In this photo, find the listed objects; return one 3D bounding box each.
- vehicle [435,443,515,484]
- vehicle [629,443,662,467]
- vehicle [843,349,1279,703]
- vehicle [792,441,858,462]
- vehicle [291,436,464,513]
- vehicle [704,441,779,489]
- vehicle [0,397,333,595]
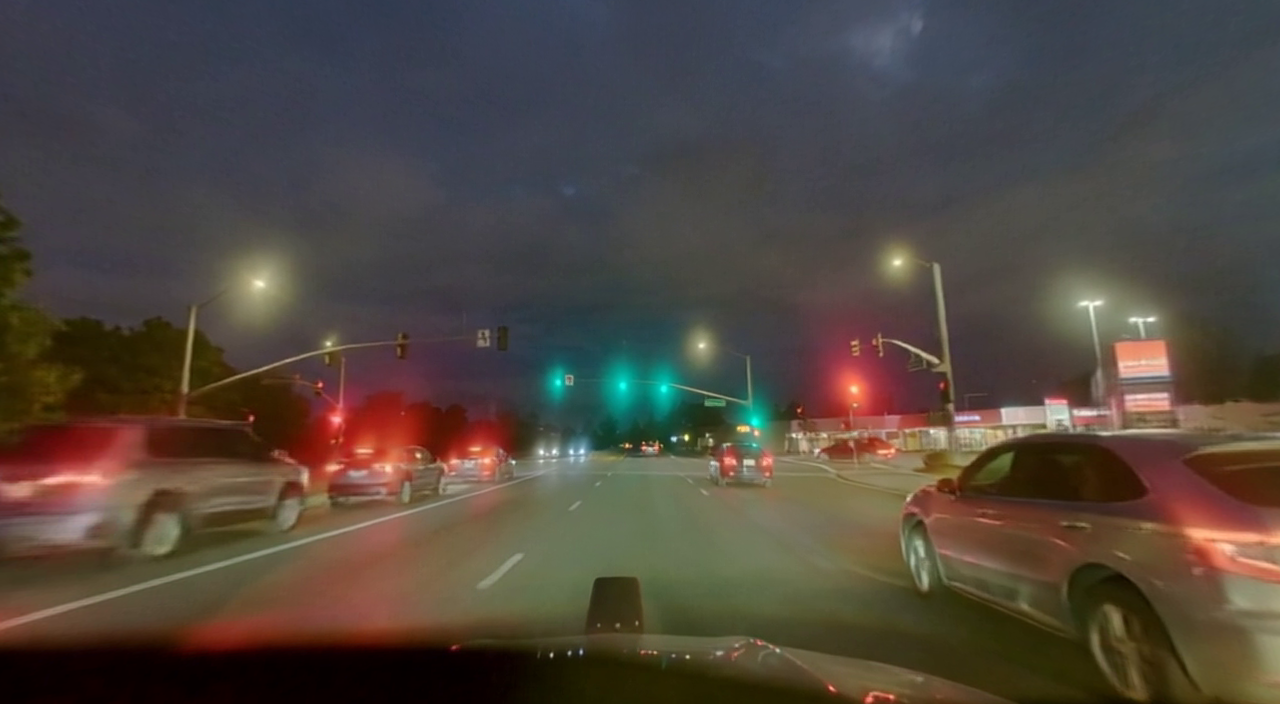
[{"bbox_3d":[-6.501,4.426,25.356,2.038,1.484,4.273,0,-8,0],"label":"vehicle"},{"bbox_3d":[0.328,6.617,40.667,2.008,1.464,4.052,0,-8,-1],"label":"vehicle"},{"bbox_3d":[3.211,1.096,4.121,2.174,1.596,4.779,0,-8,0],"label":"vehicle"},{"bbox_3d":[13.839,7.506,47.502,4.370,1.517,1.939,-1,-9,3],"label":"vehicle"},{"bbox_3d":[-6.143,2.909,15.605,2.176,1.591,4.778,0,-8,1],"label":"vehicle"},{"bbox_3d":[3.385,3.829,21.831,1.842,1.480,4.155,0,-8,-1],"label":"vehicle"},{"bbox_3d":[-6.228,1.690,8.303,2.136,1.837,4.669,0,-8,-2],"label":"vehicle"}]
